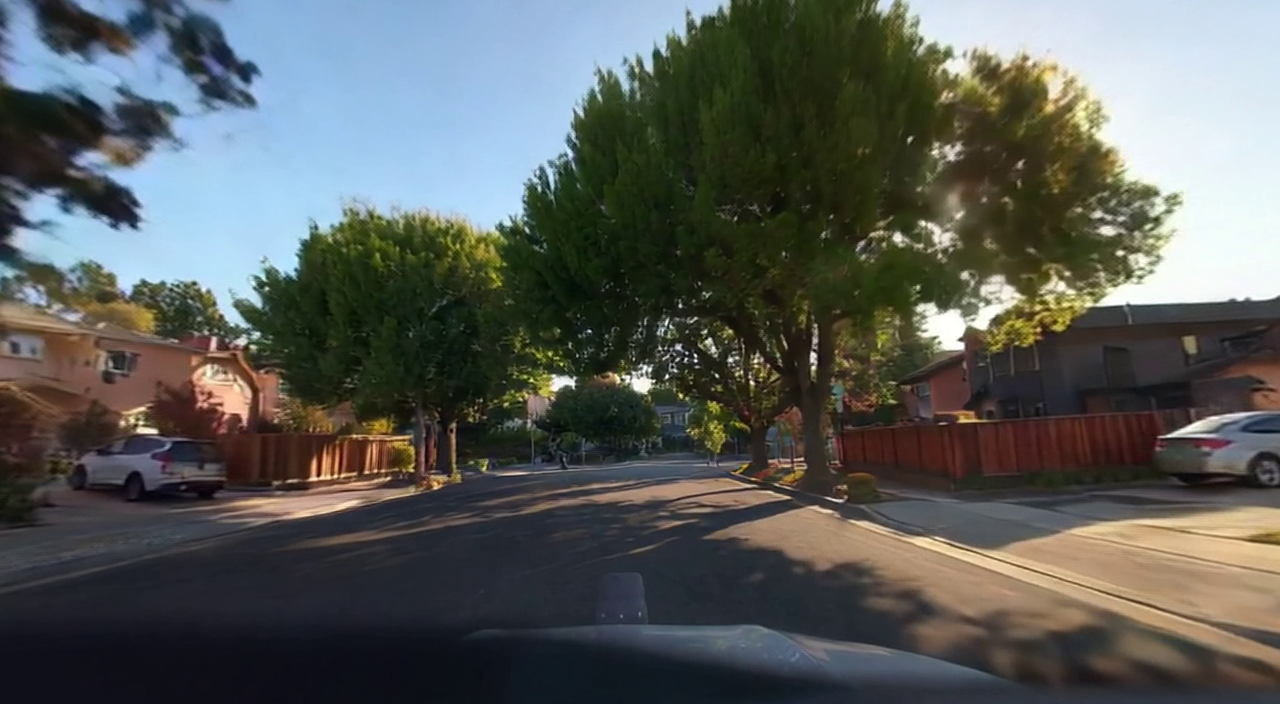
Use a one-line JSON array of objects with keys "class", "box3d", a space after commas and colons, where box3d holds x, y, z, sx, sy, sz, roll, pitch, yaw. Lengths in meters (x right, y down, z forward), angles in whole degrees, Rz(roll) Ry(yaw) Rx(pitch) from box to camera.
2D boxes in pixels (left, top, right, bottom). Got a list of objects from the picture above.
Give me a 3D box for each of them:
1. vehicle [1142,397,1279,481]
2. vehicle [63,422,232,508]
[{"class": "vehicle", "box3d": [13.128, 1.786, 12.980, 3.780, 1.601, 2.025, -2, -9, 13]}, {"class": "vehicle", "box3d": [-12.411, 2.768, 15.849, 4.656, 1.835, 2.039, -6, -11, 37]}]
